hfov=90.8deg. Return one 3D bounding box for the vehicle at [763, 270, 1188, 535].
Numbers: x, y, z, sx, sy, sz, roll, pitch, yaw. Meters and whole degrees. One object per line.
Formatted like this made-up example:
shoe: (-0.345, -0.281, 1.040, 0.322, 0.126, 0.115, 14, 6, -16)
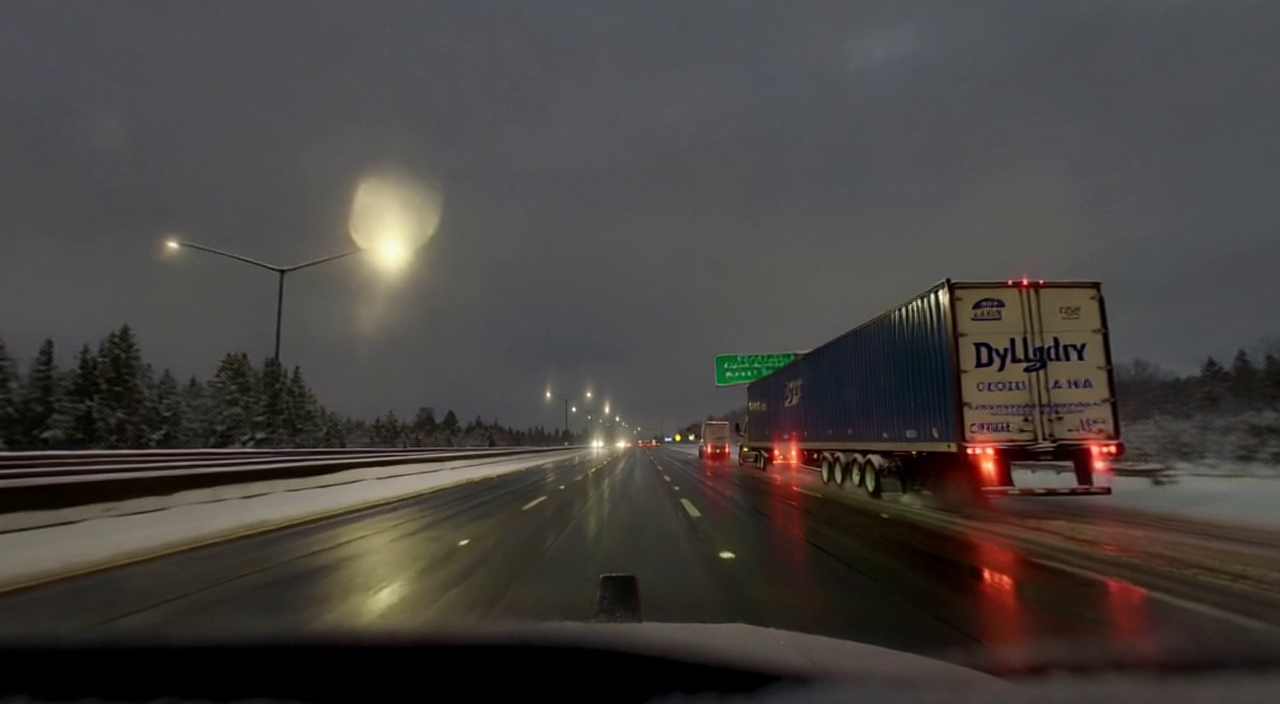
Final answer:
vehicle: (6.476, 1.872, 17.454, 2.962, 3.947, 16.241, 0, -8, 0)
